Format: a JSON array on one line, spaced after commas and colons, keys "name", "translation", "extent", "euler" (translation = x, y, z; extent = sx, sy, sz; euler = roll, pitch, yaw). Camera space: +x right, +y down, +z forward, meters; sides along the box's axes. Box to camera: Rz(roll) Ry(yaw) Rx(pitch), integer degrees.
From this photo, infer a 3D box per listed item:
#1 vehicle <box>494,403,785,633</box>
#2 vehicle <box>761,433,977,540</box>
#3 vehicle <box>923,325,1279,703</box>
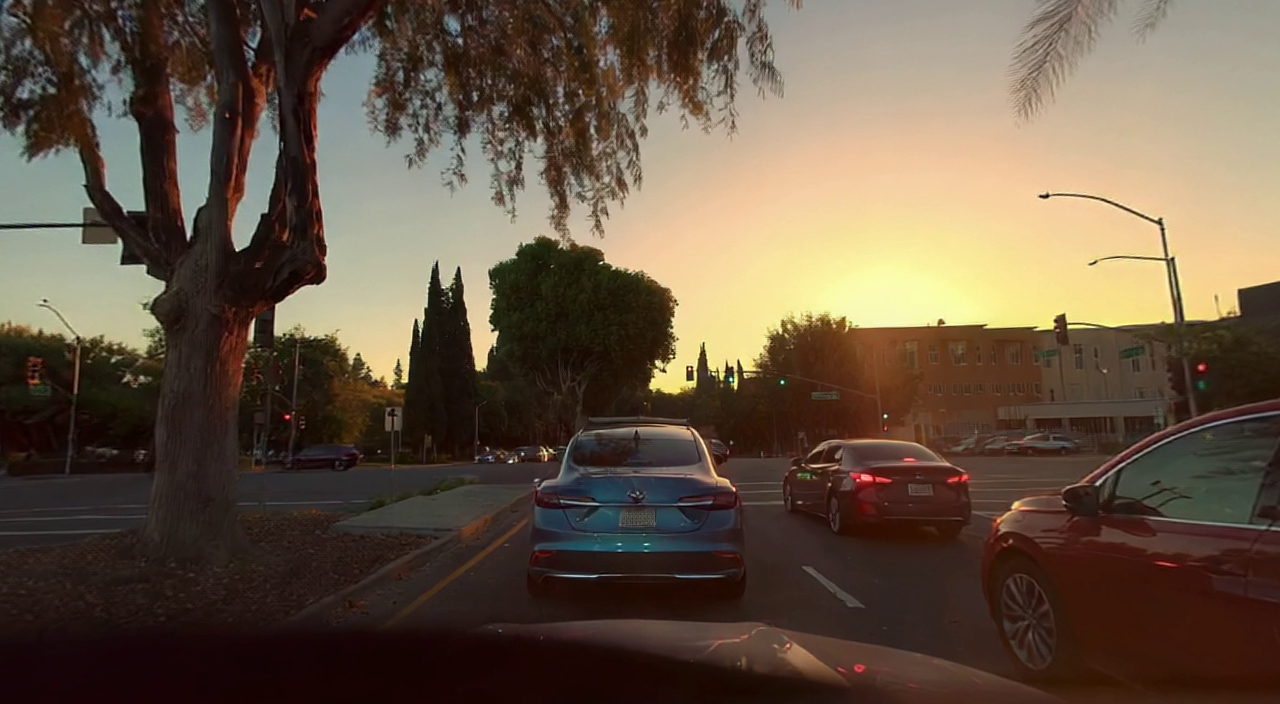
[{"name": "vehicle", "translation": [-0.019, 1.478, 6.500], "extent": [2.074, 1.631, 3.793], "euler": [0, -9, -1]}, {"name": "vehicle", "translation": [3.692, 2.259, 11.300], "extent": [2.054, 1.482, 4.654], "euler": [0, -9, -1]}, {"name": "vehicle", "translation": [3.723, 0.934, 3.428], "extent": [2.162, 1.829, 4.519], "euler": [0, -9, -1]}]
